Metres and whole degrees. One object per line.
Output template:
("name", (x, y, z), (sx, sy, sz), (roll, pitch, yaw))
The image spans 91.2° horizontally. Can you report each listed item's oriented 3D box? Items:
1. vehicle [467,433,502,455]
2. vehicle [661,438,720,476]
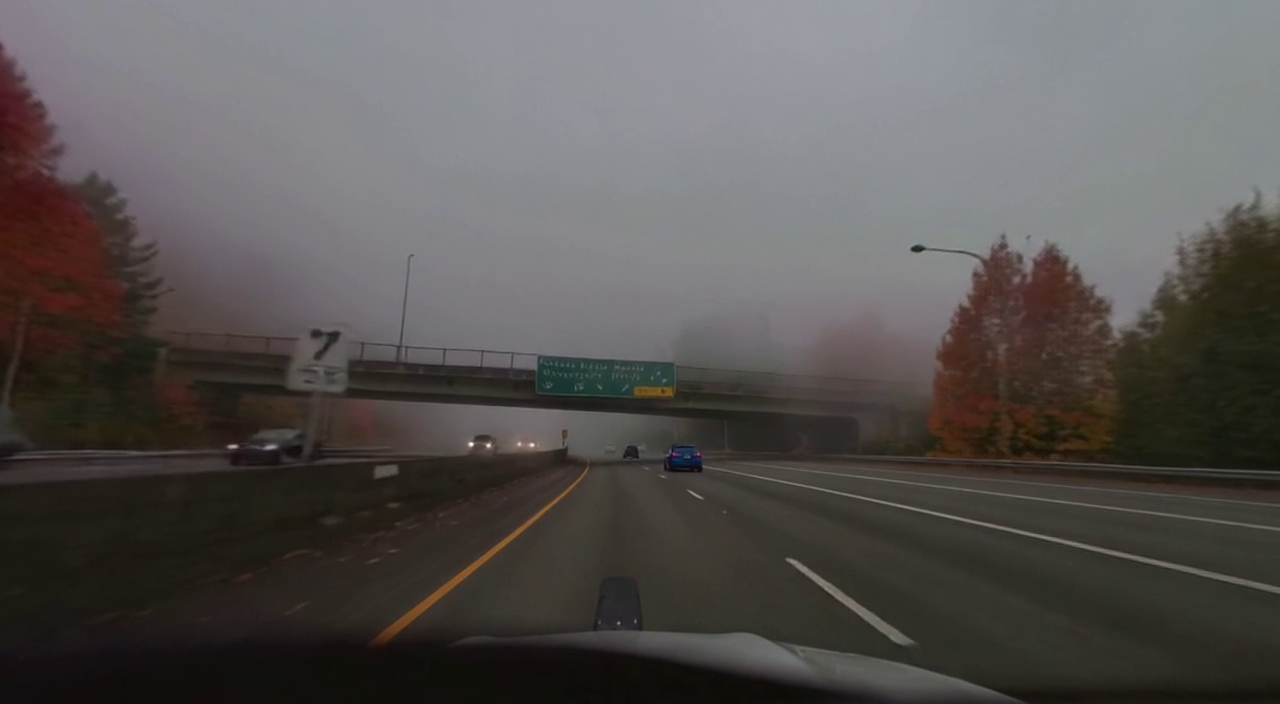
("vehicle", (-12.208, 7.288, 49.395), (1.842, 1.663, 3.995), (0, -9, -2))
("vehicle", (2.296, 4.953, 29.718), (2.337, 1.633, 4.222), (0, -9, -2))
